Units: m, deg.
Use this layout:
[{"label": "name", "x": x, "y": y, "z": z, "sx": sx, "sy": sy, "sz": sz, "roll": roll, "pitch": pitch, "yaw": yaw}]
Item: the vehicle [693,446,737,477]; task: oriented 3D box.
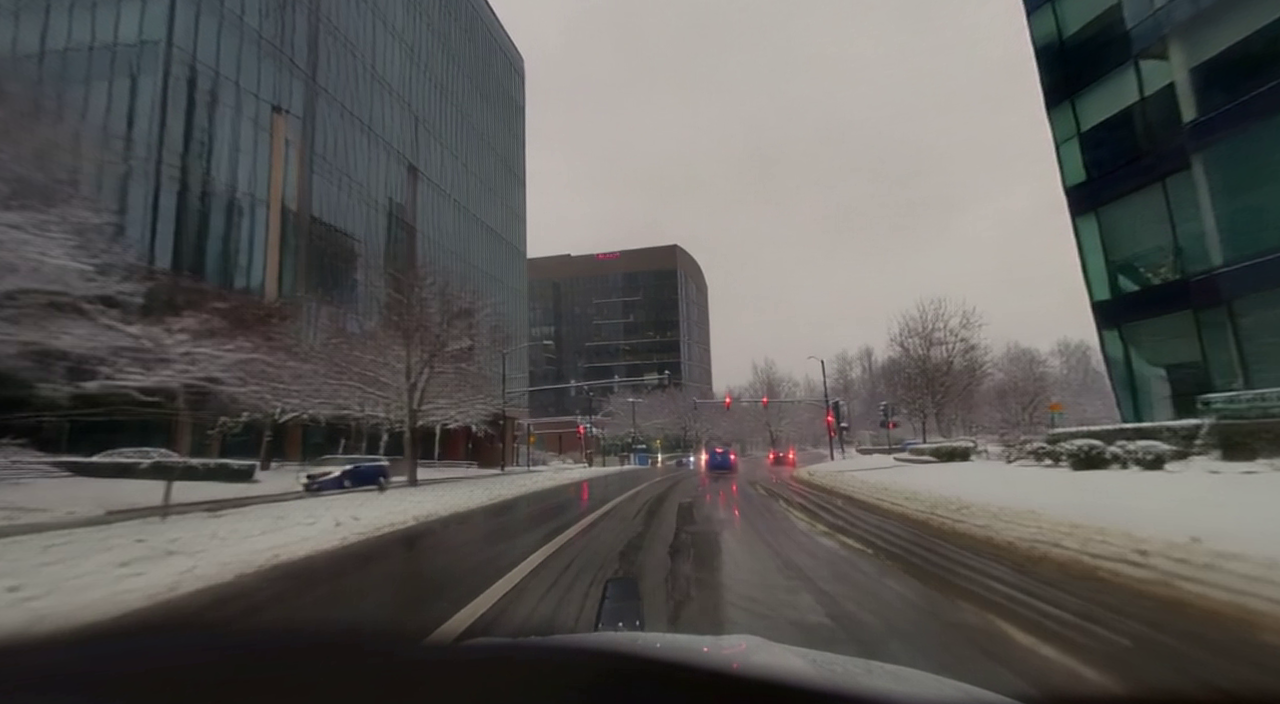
[{"label": "vehicle", "x": 4.060, "y": 5.799, "z": 33.553, "sx": 2.127, "sy": 1.497, "sz": 4.020, "roll": -2, "pitch": -9, "yaw": 9}]

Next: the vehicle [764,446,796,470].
[{"label": "vehicle", "x": 9.127, "y": 6.968, "z": 41.367, "sx": 1.916, "sy": 1.492, "sz": 3.911, "roll": -2, "pitch": -9, "yaw": 11}]

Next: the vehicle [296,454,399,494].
[{"label": "vehicle", "x": -13.234, "y": 5.528, "z": 28.892, "sx": 1.926, "sy": 1.619, "sz": 4.649, "roll": -2, "pitch": -9, "yaw": 9}]
